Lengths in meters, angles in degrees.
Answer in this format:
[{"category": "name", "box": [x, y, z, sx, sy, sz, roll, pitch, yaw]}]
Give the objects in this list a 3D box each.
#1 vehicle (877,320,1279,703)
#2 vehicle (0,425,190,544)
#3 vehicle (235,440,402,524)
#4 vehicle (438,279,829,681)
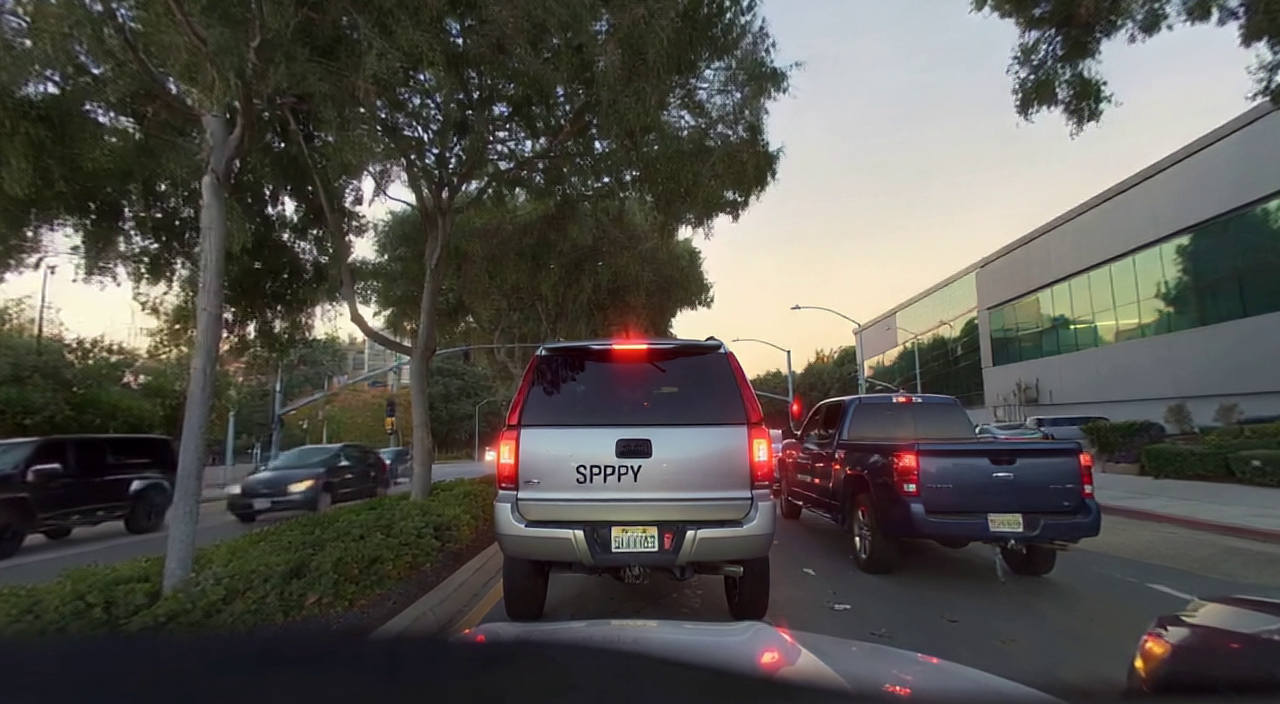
[{"category": "vehicle", "box": [3.083, 0.988, 3.468, 2.022, 1.700, 4.410, 0, -8, 3]}, {"category": "vehicle", "box": [-16.120, 3.541, 17.400, 2.741, 2.730, 6.221, -3, -8, 0]}, {"category": "vehicle", "box": [-9.052, 3.650, 18.406, 2.126, 2.027, 5.018, -2, -9, 1]}, {"category": "vehicle", "box": [0.017, 1.037, 5.981, 2.267, 2.372, 4.366, 0, -8, 2]}]
